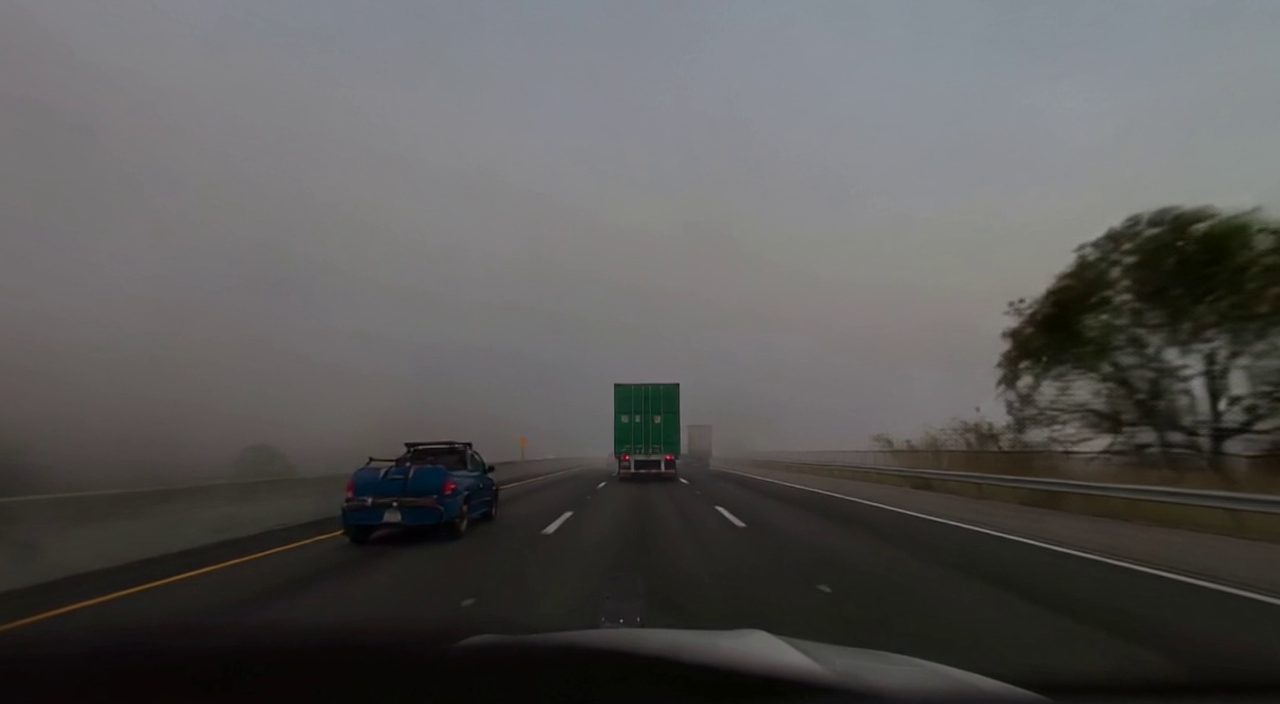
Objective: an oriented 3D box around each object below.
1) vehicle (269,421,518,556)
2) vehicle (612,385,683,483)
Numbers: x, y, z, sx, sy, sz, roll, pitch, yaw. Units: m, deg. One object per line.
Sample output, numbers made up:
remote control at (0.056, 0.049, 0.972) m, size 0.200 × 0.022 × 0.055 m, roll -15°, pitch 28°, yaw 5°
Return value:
vehicle at (-3.496, 2.047, 10.113) m, size 2.173 × 1.657 × 4.401 m, roll 0°, pitch -9°, yaw 0°
vehicle at (0.331, 4.231, 31.745) m, size 2.932 × 4.042 × 11.054 m, roll 0°, pitch -9°, yaw 0°
